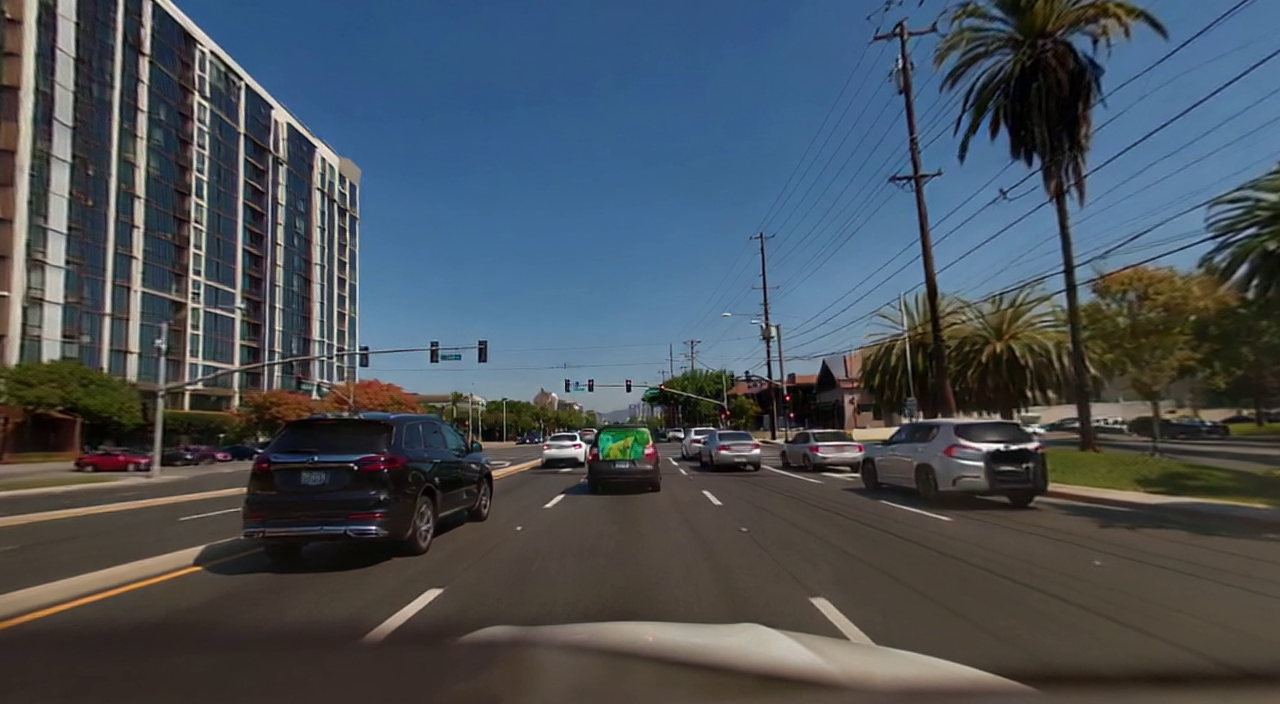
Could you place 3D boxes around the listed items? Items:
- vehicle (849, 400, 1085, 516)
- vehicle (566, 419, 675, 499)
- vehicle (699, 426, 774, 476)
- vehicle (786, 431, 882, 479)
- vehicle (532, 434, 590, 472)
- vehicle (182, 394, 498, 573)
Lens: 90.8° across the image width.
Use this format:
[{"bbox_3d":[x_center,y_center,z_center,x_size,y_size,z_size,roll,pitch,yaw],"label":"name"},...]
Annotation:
[{"bbox_3d":[6.507,2.212,13.561,2.130,1.979,5.310,0,-8,-1],"label":"vehicle"},{"bbox_3d":[-0.454,2.581,15.587,2.302,1.681,4.217,0,-8,-1],"label":"vehicle"},{"bbox_3d":[3.304,3.499,22.476,1.975,1.598,4.025,0,-8,-1],"label":"vehicle"},{"bbox_3d":[6.490,3.498,21.673,1.764,1.451,4.300,0,-8,-2],"label":"vehicle"},{"bbox_3d":[-3.285,4.306,27.054,1.973,1.504,3.895,0,-8,0],"label":"vehicle"},{"bbox_3d":[-3.505,1.637,8.599,2.136,1.779,4.417,0,-8,0],"label":"vehicle"}]
